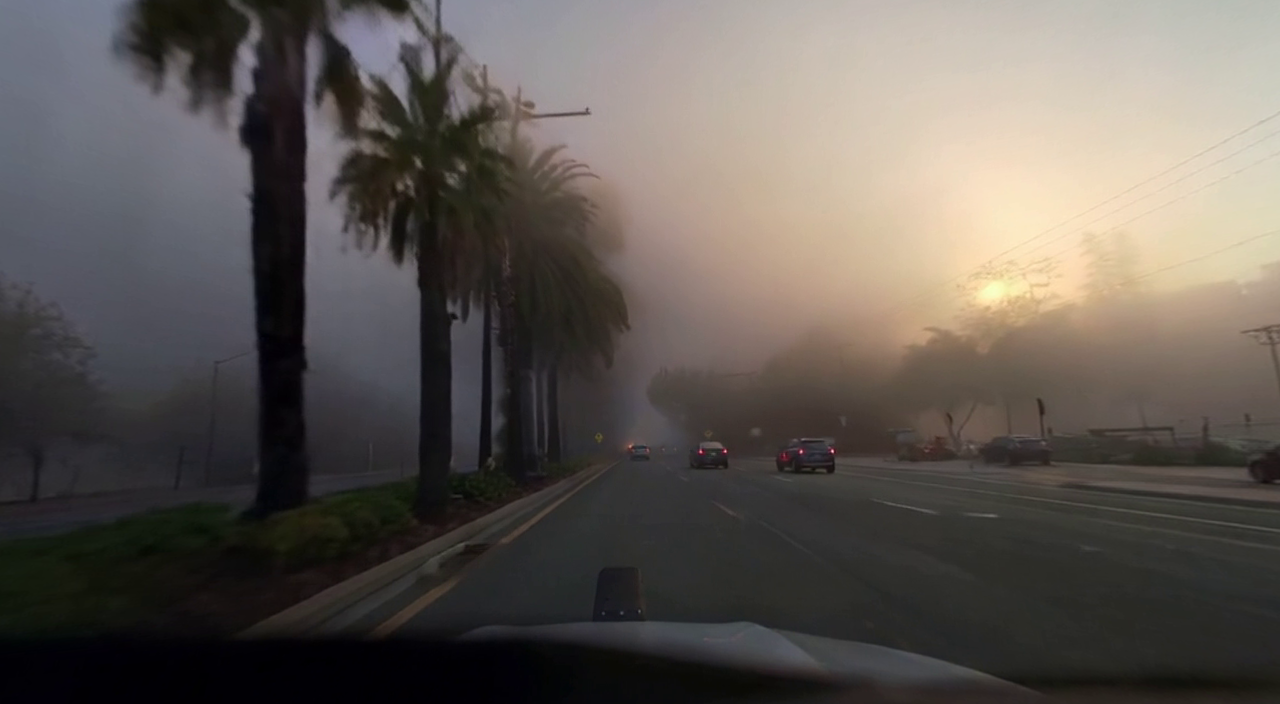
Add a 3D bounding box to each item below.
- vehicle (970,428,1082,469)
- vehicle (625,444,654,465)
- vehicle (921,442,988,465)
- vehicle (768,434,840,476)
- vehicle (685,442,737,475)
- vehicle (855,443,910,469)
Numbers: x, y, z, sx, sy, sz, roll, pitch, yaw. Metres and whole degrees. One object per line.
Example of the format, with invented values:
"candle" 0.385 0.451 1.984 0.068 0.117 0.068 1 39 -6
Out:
"vehicle" 20.982 5.304 34.768 2.304 2.044 5.894 0 -9 -2
"vehicle" -0.079 7.663 47.251 2.031 1.444 4.361 0 -9 -1
"vehicle" 20.867 6.744 42.141 1.822 1.456 4.860 0 -9 -2
"vehicle" 7.008 4.460 27.479 1.916 1.646 4.258 0 -9 -1
"vehicle" 3.328 5.095 30.494 1.875 1.452 4.453 0 -9 -2
"vehicle" 14.367 6.161 37.569 1.743 1.505 3.682 0 -9 -1
